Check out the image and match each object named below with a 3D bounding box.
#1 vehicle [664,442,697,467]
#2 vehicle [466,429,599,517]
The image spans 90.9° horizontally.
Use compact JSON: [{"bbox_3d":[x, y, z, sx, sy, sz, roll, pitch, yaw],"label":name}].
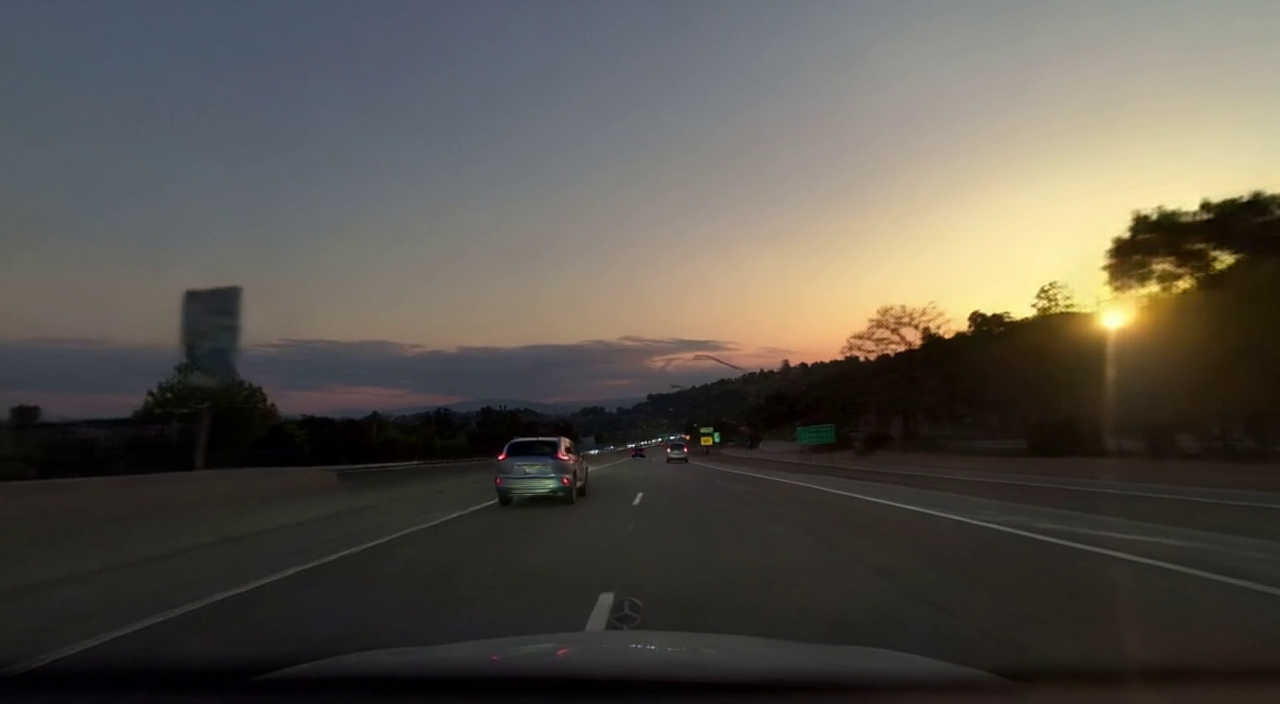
[{"bbox_3d":[2.825,7.229,44.659,2.073,1.621,3.993,-1,-8,1],"label":"vehicle"},{"bbox_3d":[-2.267,2.721,14.711,2.143,1.693,4.513,-1,-8,2],"label":"vehicle"}]
